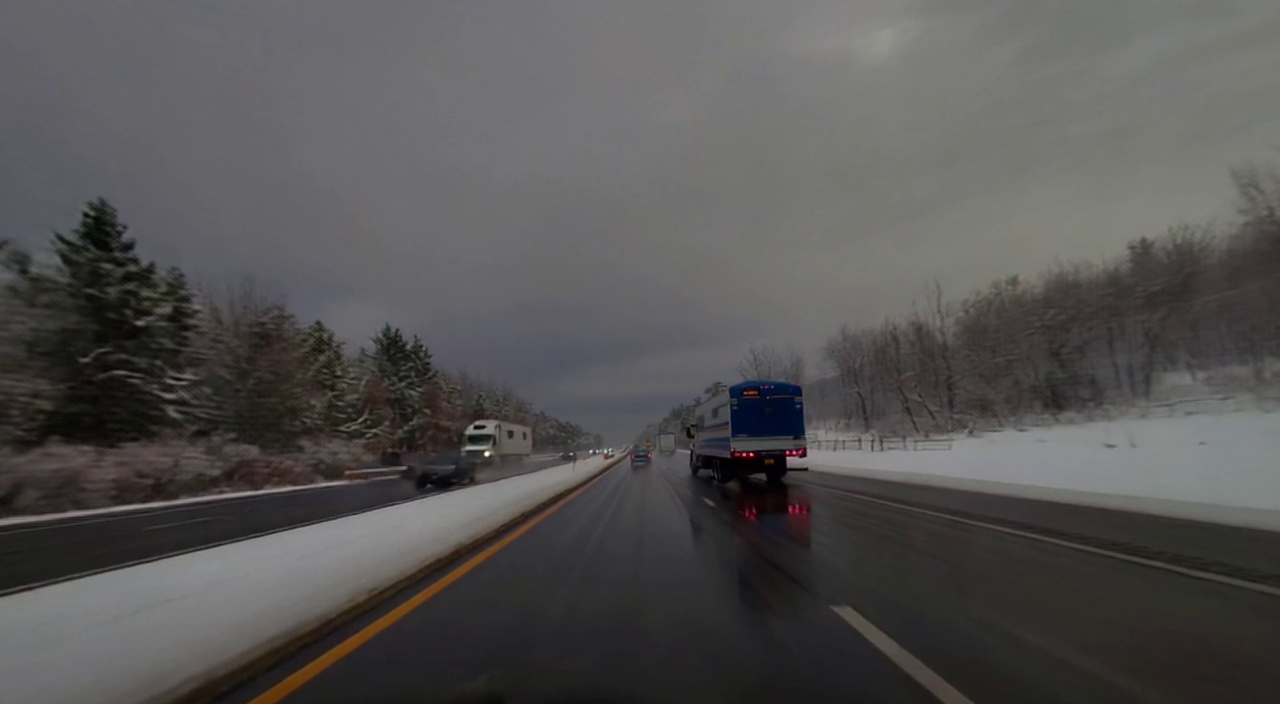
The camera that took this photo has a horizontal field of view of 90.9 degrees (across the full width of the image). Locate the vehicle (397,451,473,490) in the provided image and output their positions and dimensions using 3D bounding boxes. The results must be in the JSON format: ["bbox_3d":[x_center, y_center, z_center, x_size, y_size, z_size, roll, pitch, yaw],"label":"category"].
[{"bbox_3d":[-8.390,4.866,26.158,1.803,1.449,3.902,0,-9,0],"label":"vehicle"}]

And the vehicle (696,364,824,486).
[{"bbox_3d":[4.684,3.553,28.476,2.939,4.129,14.300,0,-9,0],"label":"vehicle"}]

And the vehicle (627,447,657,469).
[{"bbox_3d":[0.124,7.163,42.563,1.926,1.386,3.615,0,-9,0],"label":"vehicle"}]
